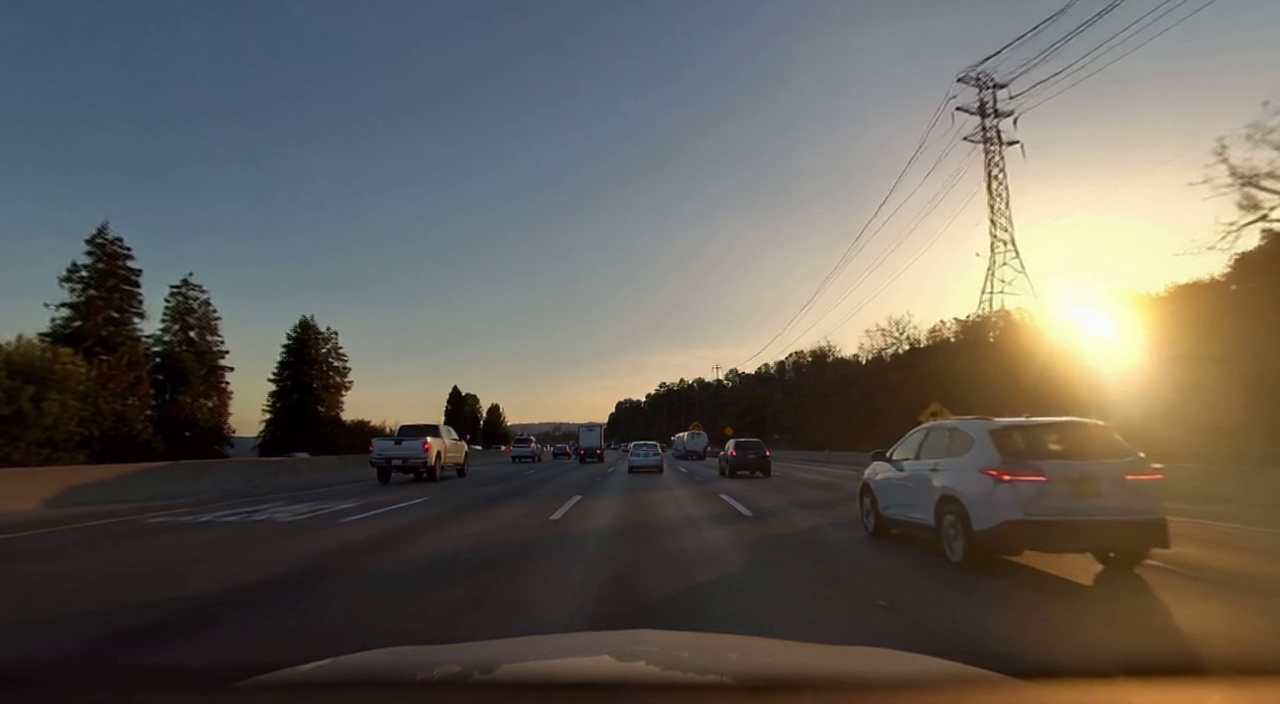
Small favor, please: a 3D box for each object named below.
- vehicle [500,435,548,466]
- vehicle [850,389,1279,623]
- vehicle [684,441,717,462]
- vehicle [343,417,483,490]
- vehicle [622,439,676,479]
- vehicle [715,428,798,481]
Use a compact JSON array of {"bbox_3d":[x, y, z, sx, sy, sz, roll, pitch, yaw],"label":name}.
[{"bbox_3d":[-6.863,5.904,37.868,1.978,1.680,4.263,0,-9,1],"label":"vehicle"},{"bbox_3d":[4.012,1.443,6.825,2.002,1.691,4.290,0,-8,0],"label":"vehicle"},{"bbox_3d":[4.193,6.954,44.143,1.895,1.429,3.908,0,-8,0],"label":"vehicle"},{"bbox_3d":[-6.873,3.186,20.006,2.269,1.936,5.777,0,-9,0],"label":"vehicle"},{"bbox_3d":[0.322,4.231,25.223,1.966,1.444,3.986,0,-8,0],"label":"vehicle"},{"bbox_3d":[4.309,3.890,24.137,2.195,1.778,4.455,0,-9,-1],"label":"vehicle"}]
